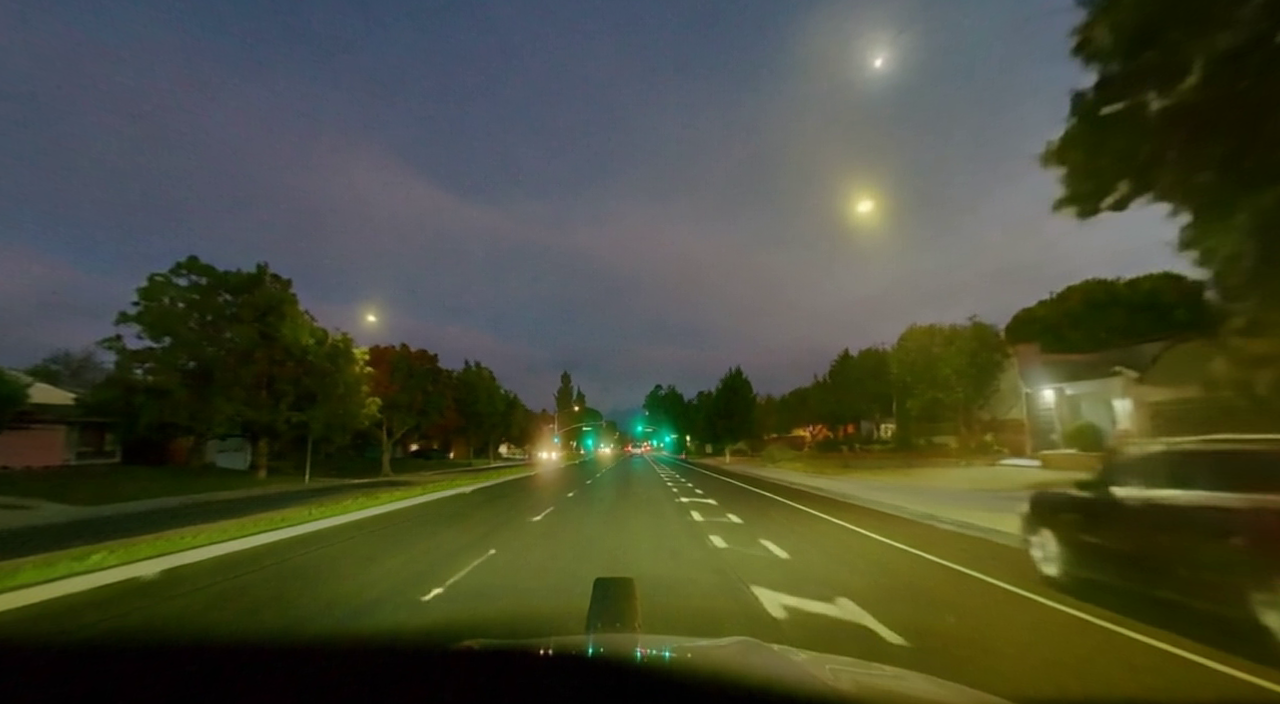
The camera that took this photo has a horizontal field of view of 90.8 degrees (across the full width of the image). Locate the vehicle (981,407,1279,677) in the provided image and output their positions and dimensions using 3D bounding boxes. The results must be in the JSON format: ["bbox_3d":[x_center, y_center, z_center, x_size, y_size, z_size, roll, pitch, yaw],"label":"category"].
[{"bbox_3d":[4.884,1.297,4.768,1.967,1.631,4.692,0,-9,0],"label":"vehicle"}]
